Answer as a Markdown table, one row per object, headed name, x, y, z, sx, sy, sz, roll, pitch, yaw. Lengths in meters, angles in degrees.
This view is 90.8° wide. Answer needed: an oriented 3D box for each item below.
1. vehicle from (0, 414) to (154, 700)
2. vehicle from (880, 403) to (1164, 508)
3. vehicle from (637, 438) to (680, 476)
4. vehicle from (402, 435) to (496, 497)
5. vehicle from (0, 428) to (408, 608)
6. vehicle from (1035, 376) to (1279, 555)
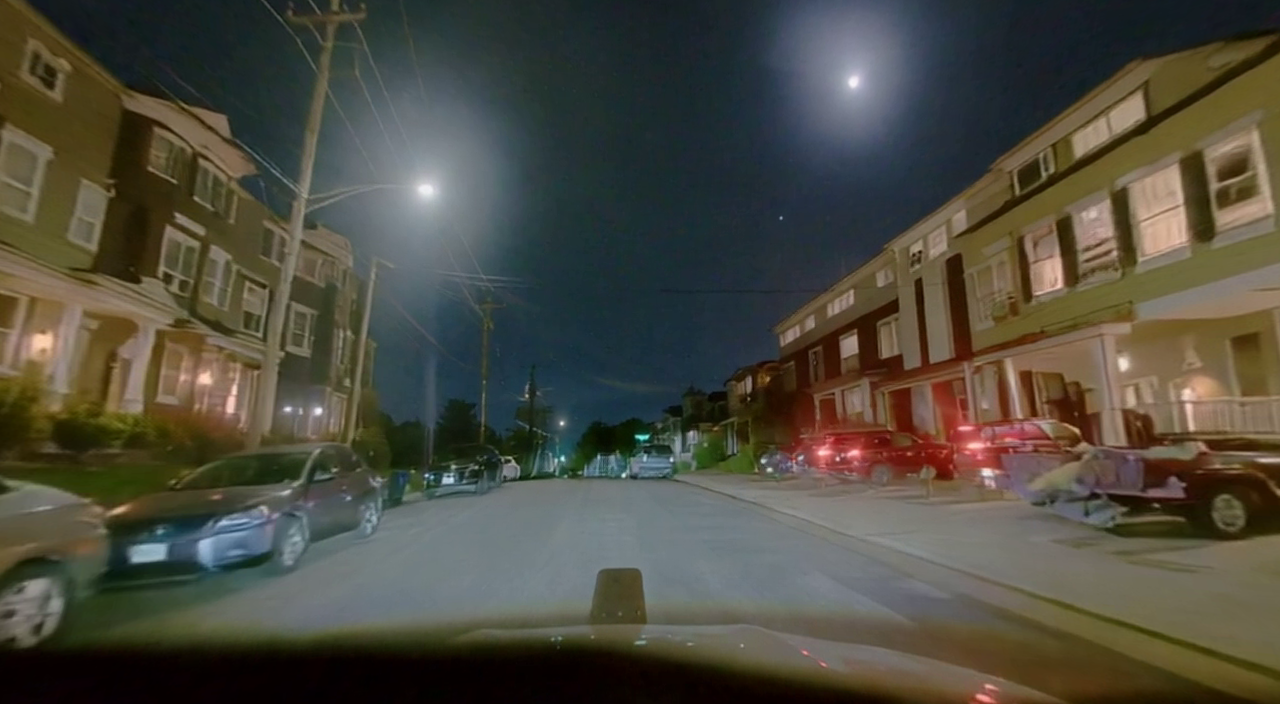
| name | x | y | z | sx | sy | sz | roll | pitch | yaw |
| --- | --- | --- | --- | --- | --- | --- | --- | --- | --- |
| vehicle | -4.356 | 0.950 | 2.229 | 1.975 | 1.513 | 4.406 | -1 | -9 | -4 |
| vehicle | 7.548 | 2.068 | 12.850 | 4.316 | 1.730 | 2.166 | -2 | -8 | -5 |
| vehicle | 1.080 | 6.536 | 39.449 | 2.343 | 2.229 | 4.199 | 1 | -9 | -3 |
| vehicle | -5.849 | 3.488 | 19.847 | 1.967 | 1.656 | 3.924 | 2 | -7 | -5 |
| vehicle | -4.891 | 1.823 | 8.278 | 2.084 | 1.522 | 4.925 | 3 | -6 | -4 |
| vehicle | 7.713 | 1.259 | 7.747 | 4.324 | 1.774 | 1.994 | -3 | -9 | -5 |
